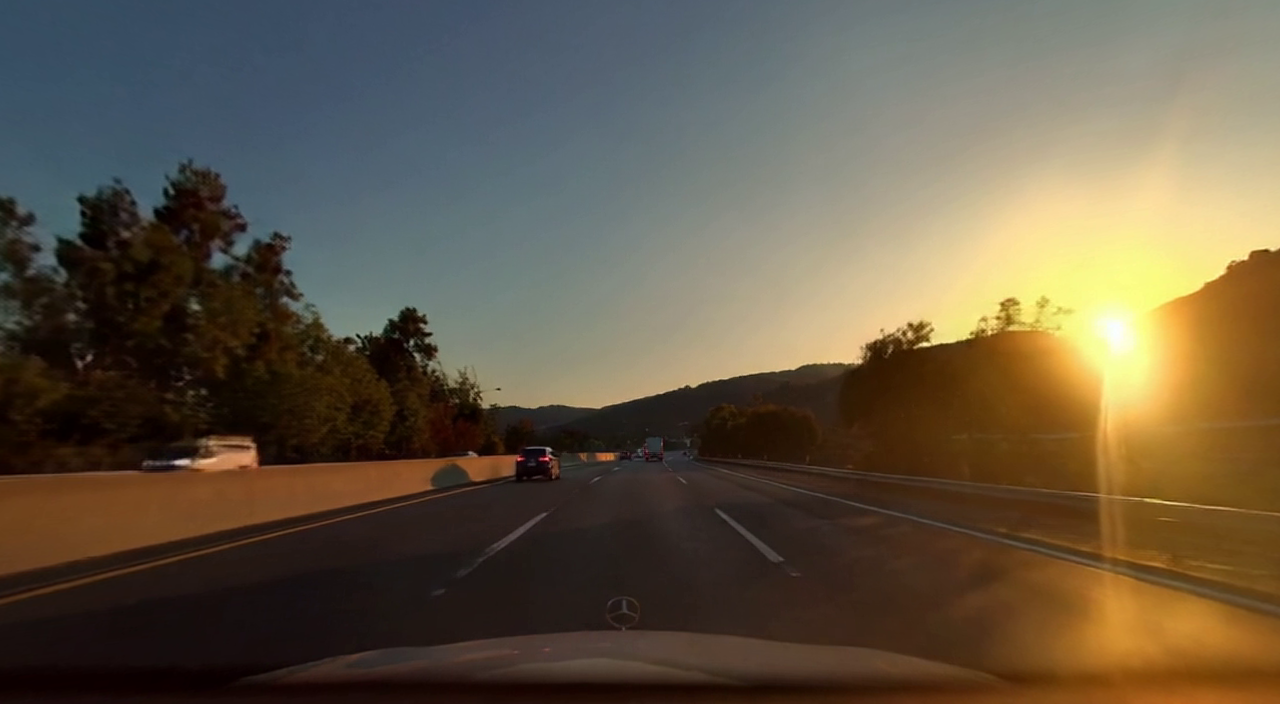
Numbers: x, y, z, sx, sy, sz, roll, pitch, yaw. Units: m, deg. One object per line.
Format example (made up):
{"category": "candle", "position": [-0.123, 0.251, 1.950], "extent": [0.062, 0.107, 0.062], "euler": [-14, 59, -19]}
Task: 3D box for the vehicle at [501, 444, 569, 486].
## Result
{"category": "vehicle", "position": [-4.203, 4.603, 25.997], "extent": [2.035, 1.595, 4.022], "euler": [0, -9, 1]}
